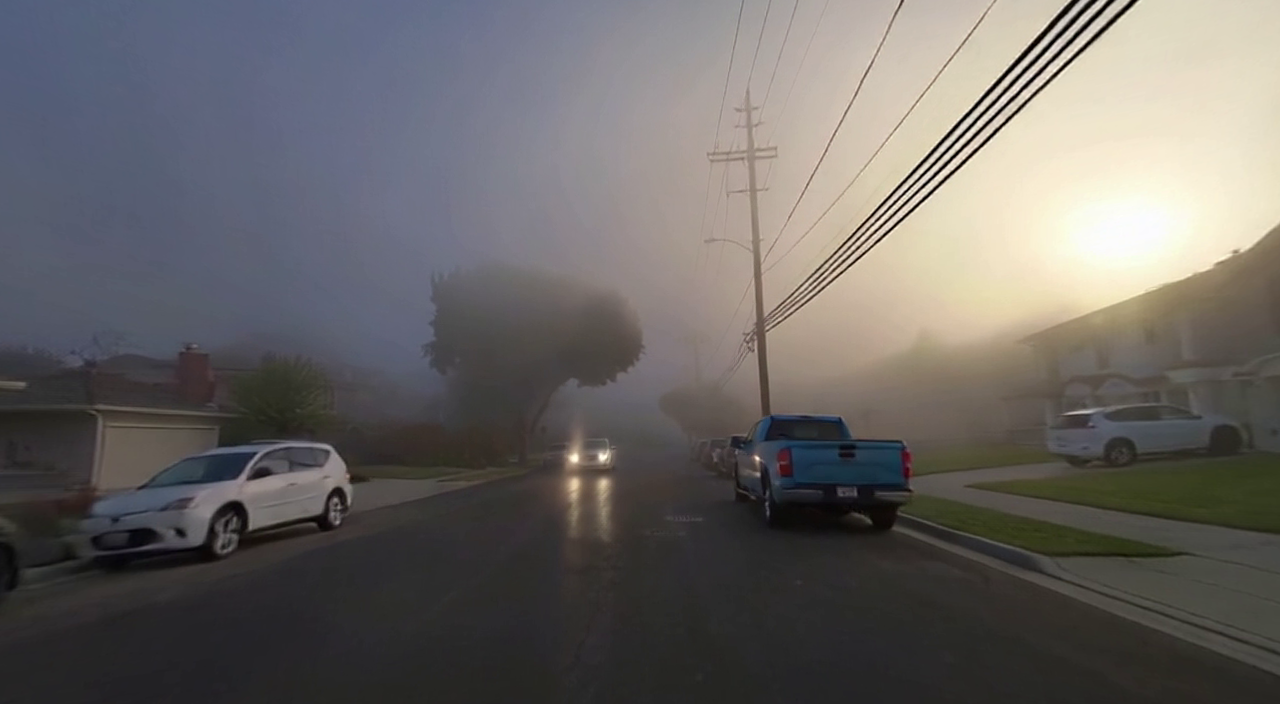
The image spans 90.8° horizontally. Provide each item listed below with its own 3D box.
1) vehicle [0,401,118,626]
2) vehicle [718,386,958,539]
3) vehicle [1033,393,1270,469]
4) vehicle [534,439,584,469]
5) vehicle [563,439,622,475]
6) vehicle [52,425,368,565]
[{"bbox_3d":[-6.739,1.225,4.275,2.252,1.944,4.714,0,-8,1],"label":"vehicle"},{"bbox_3d":[3.012,1.934,11.683,2.437,2.015,6.511,0,-8,1],"label":"vehicle"},{"bbox_3d":[14.340,2.275,17.975,4.778,1.903,2.205,-1,-8,-1],"label":"vehicle"},{"bbox_3d":[-5.098,6.495,40.359,2.226,1.768,4.780,-1,-8,4],"label":"vehicle"},{"bbox_3d":[-2.134,4.889,29.699,2.213,1.548,4.370,-1,-8,3],"label":"vehicle"},{"bbox_3d":[-6.547,2.180,10.454,1.930,1.784,4.474,0,-8,2],"label":"vehicle"}]
